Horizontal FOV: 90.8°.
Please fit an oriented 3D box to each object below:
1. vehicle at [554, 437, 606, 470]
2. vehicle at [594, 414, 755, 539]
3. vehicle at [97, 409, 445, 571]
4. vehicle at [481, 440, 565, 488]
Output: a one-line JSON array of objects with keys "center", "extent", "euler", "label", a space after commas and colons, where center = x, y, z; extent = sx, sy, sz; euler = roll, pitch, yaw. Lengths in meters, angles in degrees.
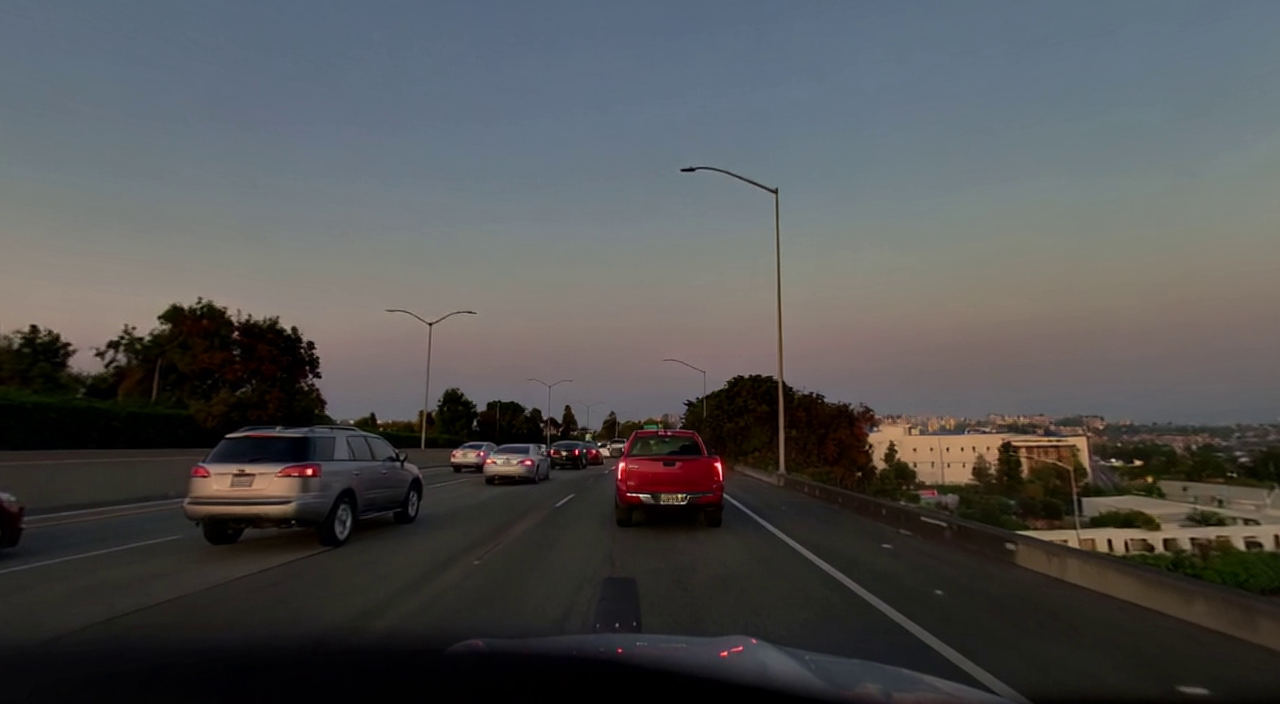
[{"center": [-3.222, 5.592, 34.990], "extent": [2.109, 1.714, 4.472], "euler": [-1, -9, 5], "label": "vehicle"}, {"center": [0.519, 2.065, 11.052], "extent": [2.235, 1.716, 4.435], "euler": [0, -9, 1], "label": "vehicle"}, {"center": [-4.628, 1.792, 8.953], "extent": [2.076, 1.688, 4.334], "euler": [-1, -9, 4], "label": "vehicle"}, {"center": [-3.880, 3.783, 21.700], "extent": [1.868, 1.470, 4.105], "euler": [-1, -9, 4], "label": "vehicle"}]
